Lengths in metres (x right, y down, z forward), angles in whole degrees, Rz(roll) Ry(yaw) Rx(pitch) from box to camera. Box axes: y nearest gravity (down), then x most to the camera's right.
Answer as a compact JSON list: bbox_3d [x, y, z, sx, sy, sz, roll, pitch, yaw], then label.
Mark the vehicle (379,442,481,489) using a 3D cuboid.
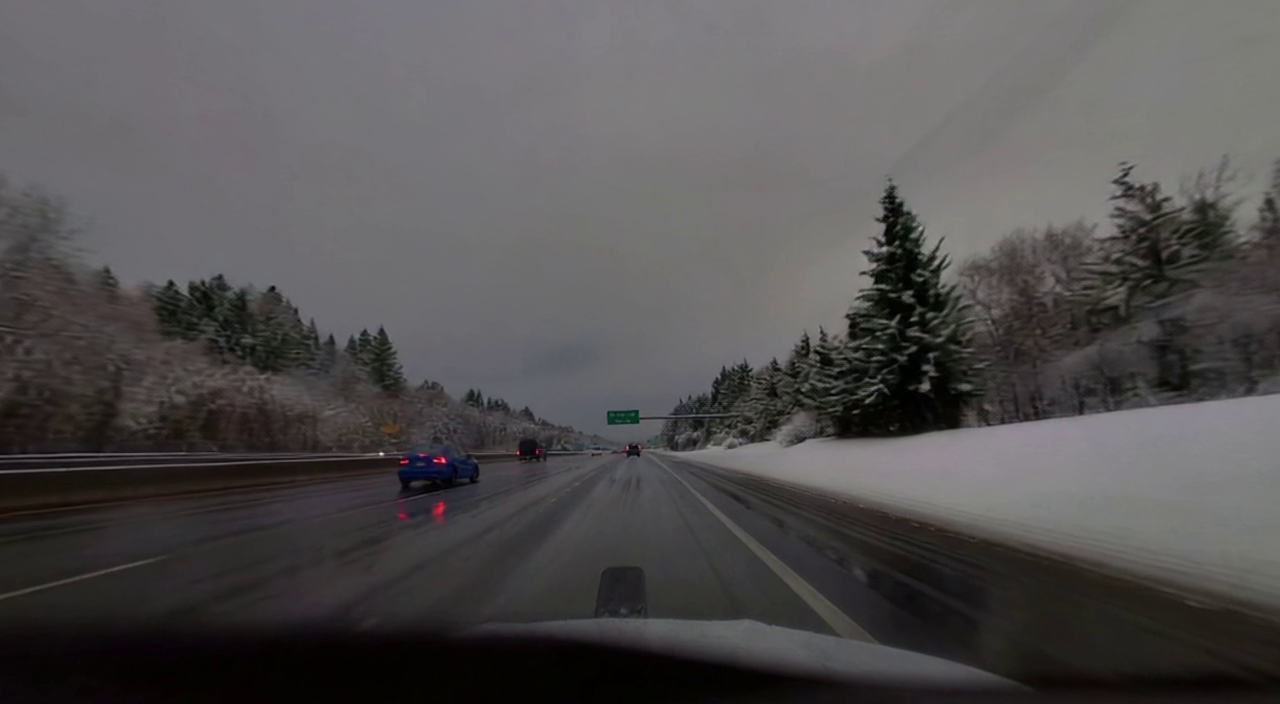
[{"bbox_3d":[-7.348,4.010,22.681,1.981,1.486,4.735,0,-8,1],"label":"vehicle"}]
